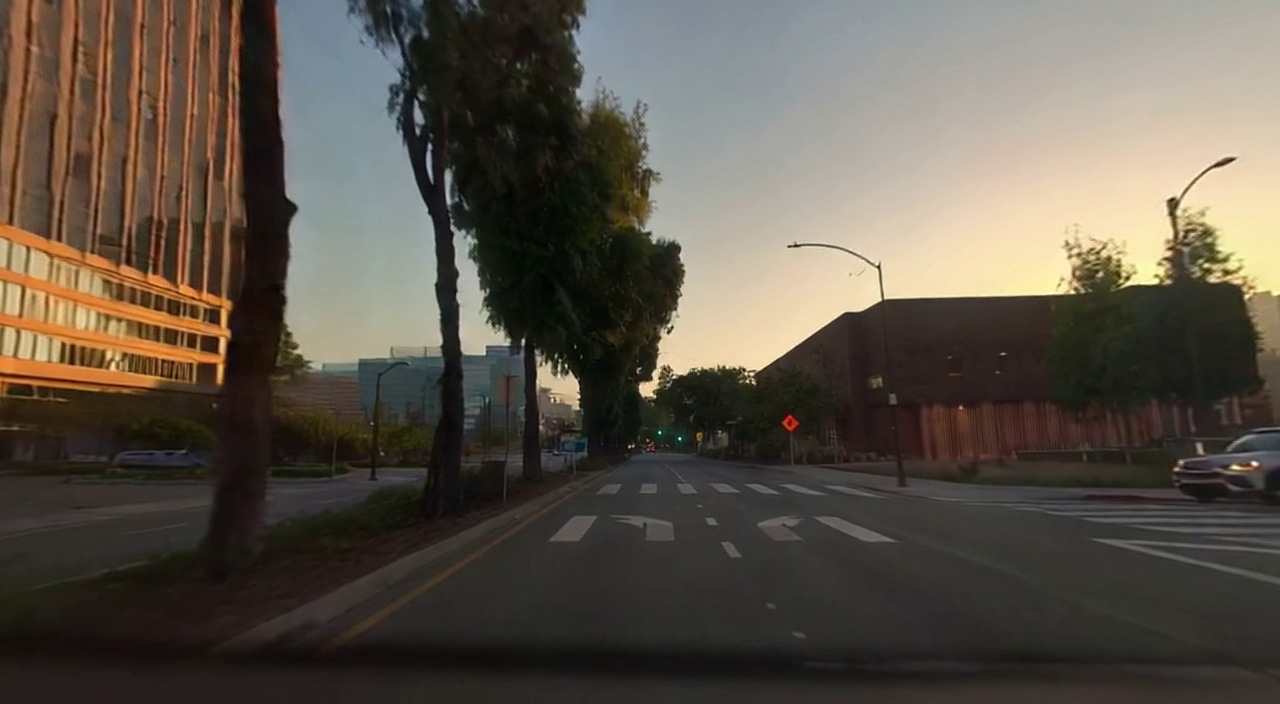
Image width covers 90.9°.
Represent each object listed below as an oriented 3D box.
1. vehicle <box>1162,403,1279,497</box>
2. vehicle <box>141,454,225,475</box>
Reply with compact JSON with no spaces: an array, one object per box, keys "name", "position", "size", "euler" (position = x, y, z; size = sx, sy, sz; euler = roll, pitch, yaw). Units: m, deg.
[{"name":"vehicle","position":[17.889,2.630,17.397],"size":[4.826,2.368,2.263],"euler":[-1,-7,0]},{"name":"vehicle","position":[-33.772,8.336,46.652],"size":[4.739,1.489,2.000],"euler":[-1,-8,3]}]
